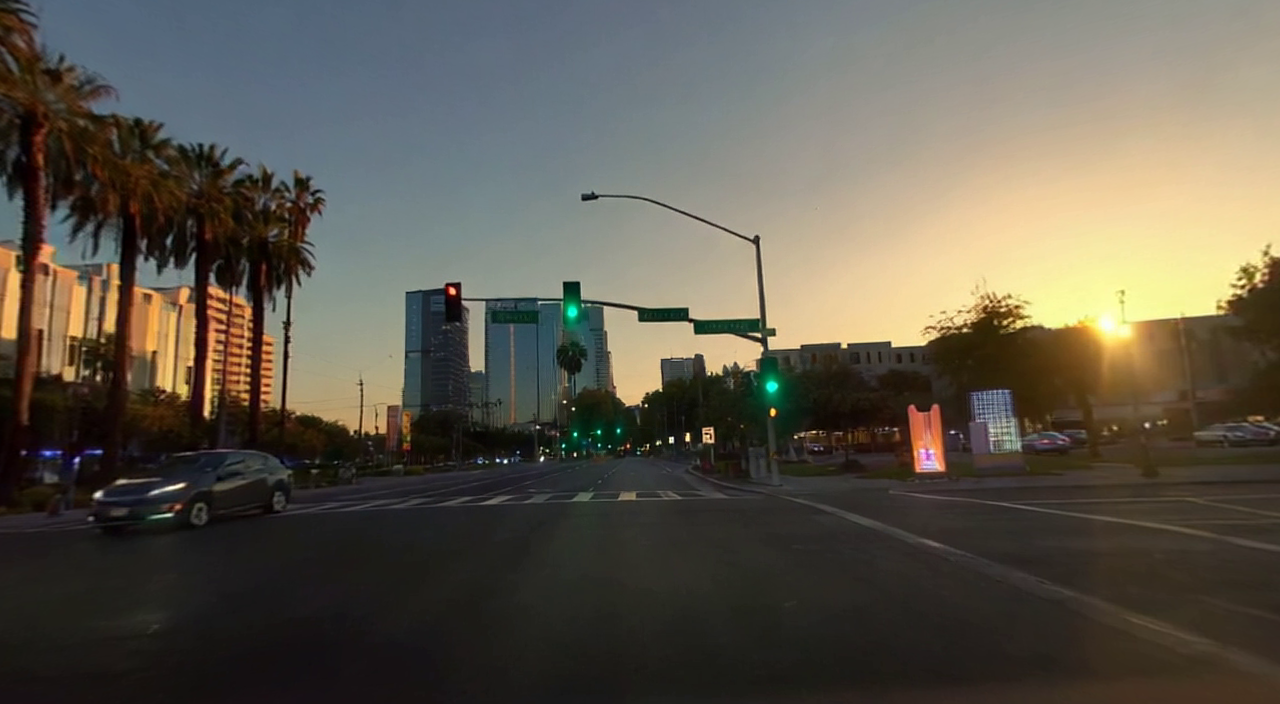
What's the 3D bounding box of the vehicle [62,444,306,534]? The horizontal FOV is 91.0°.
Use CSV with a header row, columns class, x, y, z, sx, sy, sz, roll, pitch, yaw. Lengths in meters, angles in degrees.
class,x,y,z,sx,sy,sz,roll,pitch,yaw
vehicle,-10.706,3.194,15.449,2.270,1.833,4.860,0,-9,1
